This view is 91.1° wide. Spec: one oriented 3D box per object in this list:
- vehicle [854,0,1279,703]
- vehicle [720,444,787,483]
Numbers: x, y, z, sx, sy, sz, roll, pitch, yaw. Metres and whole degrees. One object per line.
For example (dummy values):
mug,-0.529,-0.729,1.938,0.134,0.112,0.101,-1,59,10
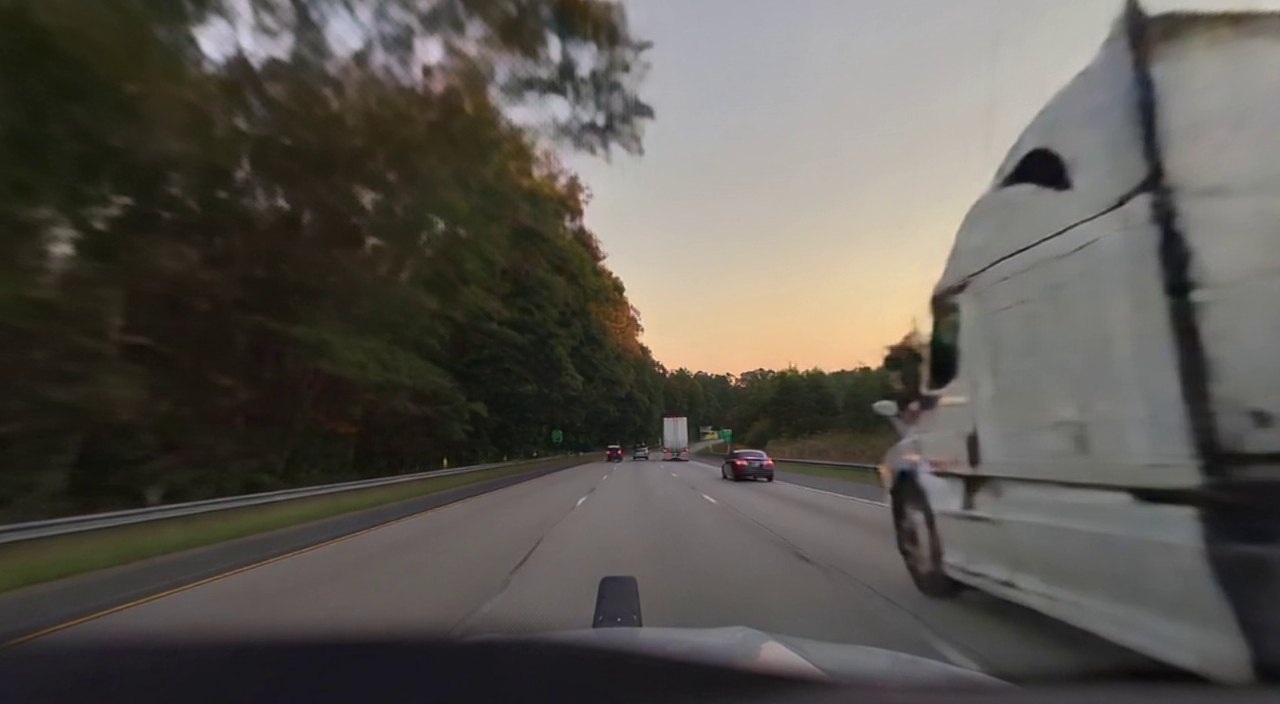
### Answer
vehicle,3.942,-0.108,3.607,3.059,3.910,6.030,0,-9,-1
vehicle,4.564,4.544,25.828,1.910,1.474,3.776,0,-9,-2
